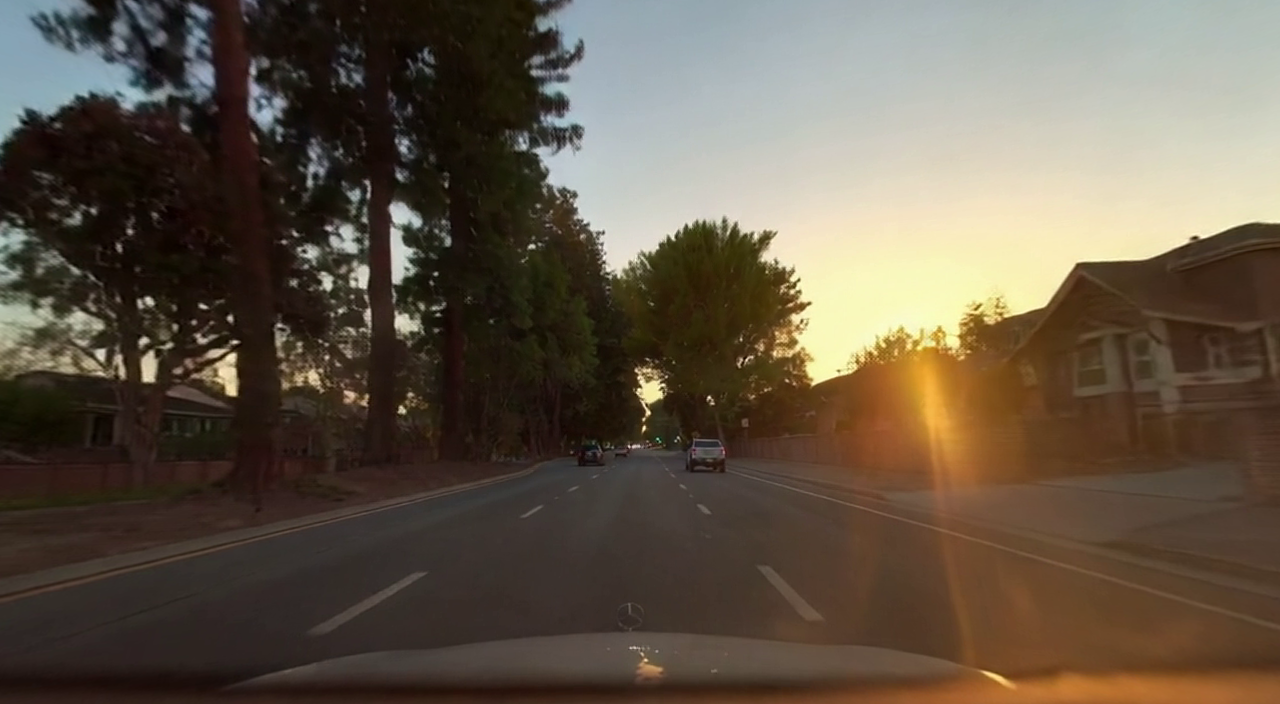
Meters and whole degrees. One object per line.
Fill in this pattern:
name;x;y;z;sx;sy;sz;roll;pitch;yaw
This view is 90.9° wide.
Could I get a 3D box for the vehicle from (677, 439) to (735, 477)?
vehicle;3.117;5.143;30.898;2.321;1.695;5.037;0;-8;1
